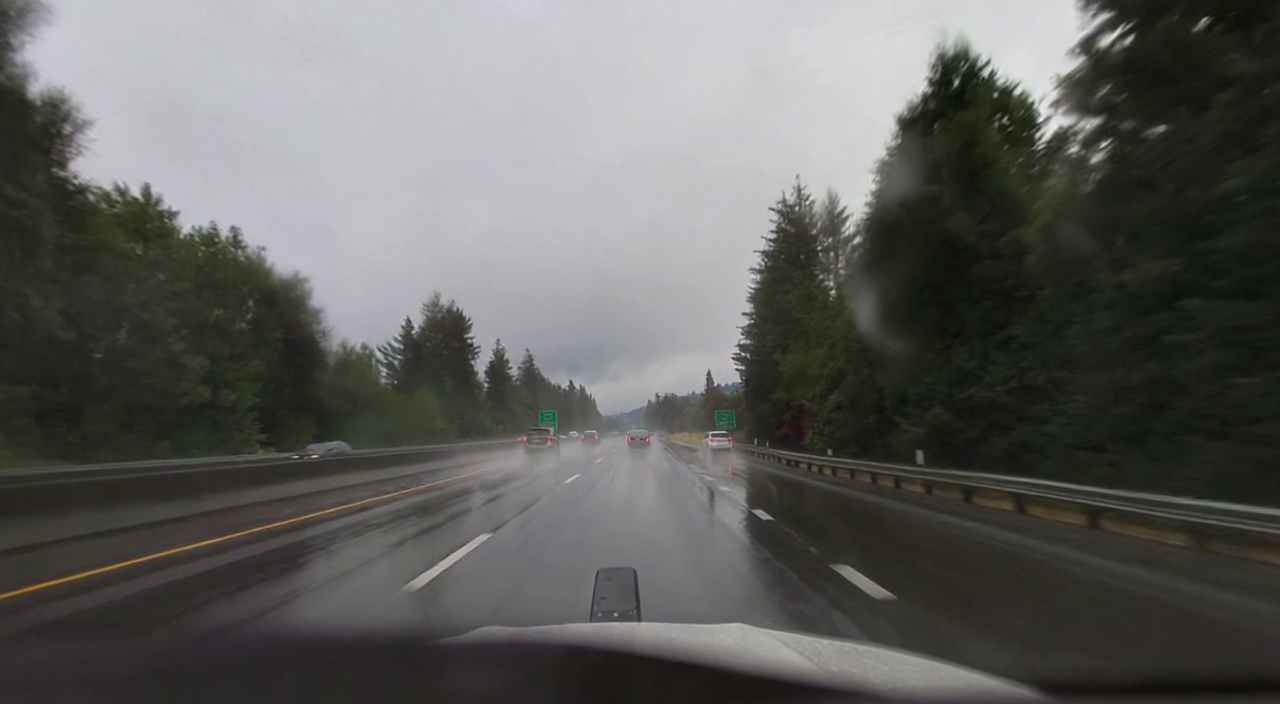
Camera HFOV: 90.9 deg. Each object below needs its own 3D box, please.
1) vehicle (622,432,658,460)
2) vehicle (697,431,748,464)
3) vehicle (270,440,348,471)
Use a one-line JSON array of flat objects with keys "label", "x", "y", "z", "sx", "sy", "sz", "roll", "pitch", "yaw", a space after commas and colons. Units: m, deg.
[{"label": "vehicle", "x": -0.030, "y": 5.194, "z": 35.117, "sx": 1.869, "sy": 1.466, "sz": 3.356, "roll": 0, "pitch": -8, "yaw": -1}, {"label": "vehicle", "x": 3.904, "y": 4.573, "z": 30.452, "sx": 1.841, "sy": 1.491, "sz": 3.869, "roll": 0, "pitch": -8, "yaw": -1}, {"label": "vehicle", "x": -16.592, "y": 5.165, "z": 31.834, "sx": 1.824, "sy": 1.441, "sz": 3.816, "roll": 0, "pitch": -8, "yaw": 0}]
